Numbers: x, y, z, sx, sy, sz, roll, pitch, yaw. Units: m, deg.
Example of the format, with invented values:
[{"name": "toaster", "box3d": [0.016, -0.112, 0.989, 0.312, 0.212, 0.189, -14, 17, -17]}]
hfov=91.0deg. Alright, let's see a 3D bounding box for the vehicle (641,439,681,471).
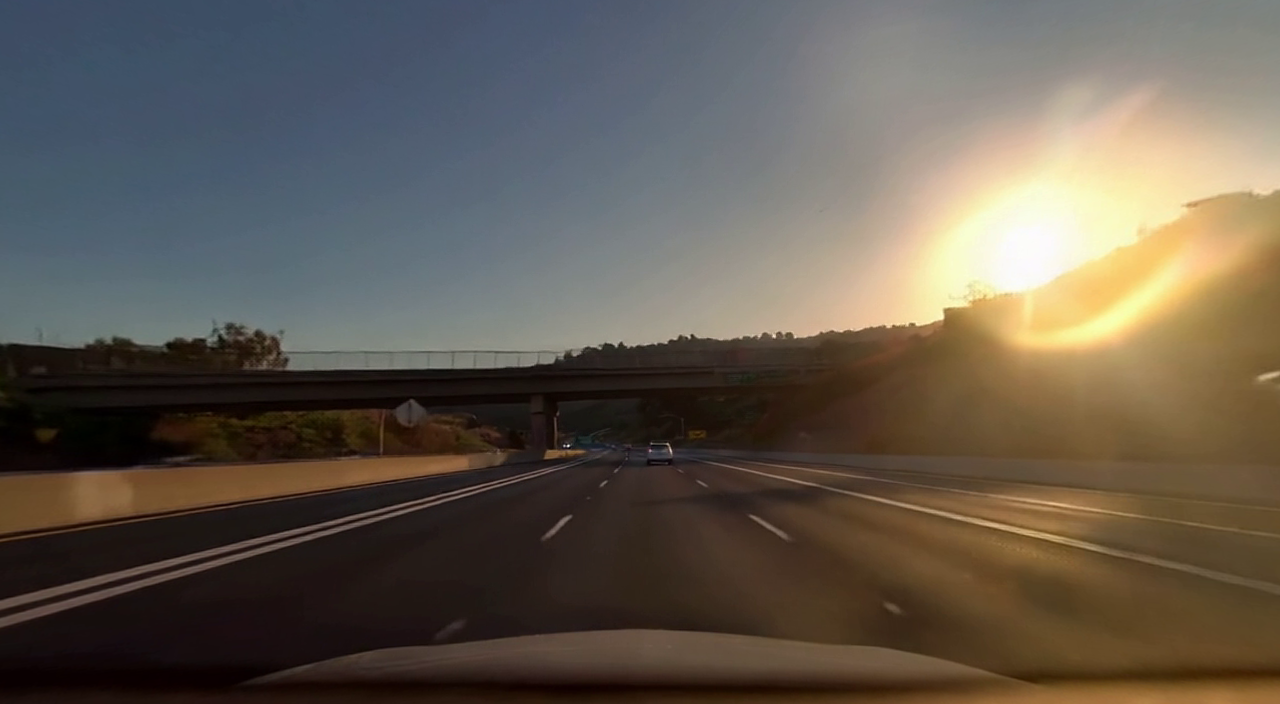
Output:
[{"name": "vehicle", "box3d": [1.086, 5.679, 34.828, 2.050, 1.654, 4.192, 0, -8, 0]}]
